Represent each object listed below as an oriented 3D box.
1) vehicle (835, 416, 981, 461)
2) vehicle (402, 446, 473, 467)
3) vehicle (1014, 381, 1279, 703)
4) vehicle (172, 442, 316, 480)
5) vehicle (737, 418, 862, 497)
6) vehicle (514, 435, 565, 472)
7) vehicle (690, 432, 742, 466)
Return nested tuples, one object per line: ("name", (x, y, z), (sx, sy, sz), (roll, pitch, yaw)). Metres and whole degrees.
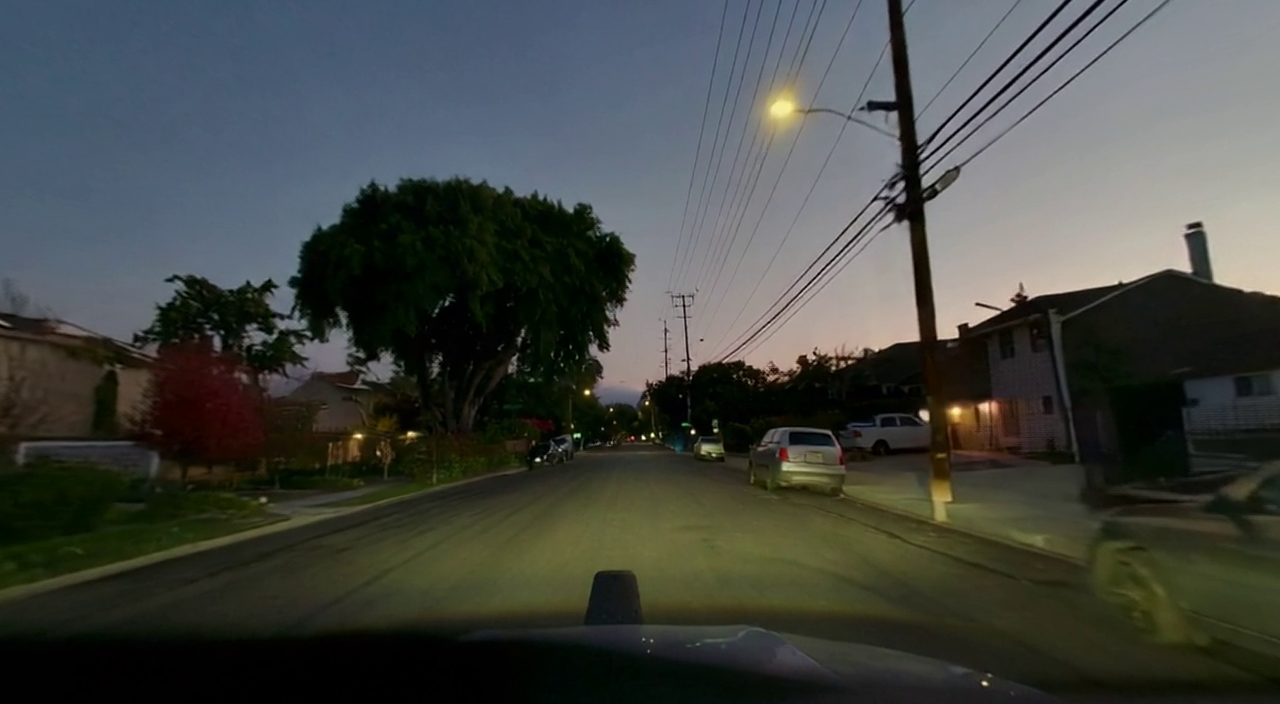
("vehicle", (11.798, 3.858, 28.166), (5.447, 1.895, 2.202), (0, -8, 2))
("vehicle", (-15.097, 7.787, 47.191), (4.615, 1.489, 1.971), (0, -8, 2))
("vehicle", (4.006, 0.868, 2.613), (2.016, 1.544, 4.645), (0, -8, -1))
("vehicle", (-19.771, 5.458, 31.762), (5.746, 1.830, 2.162), (0, -8, -2))
("vehicle", (3.965, 2.729, 16.673), (2.105, 1.755, 4.749), (0, -8, 1))
("vehicle", (-5.824, 5.924, 37.319), (2.213, 1.786, 4.674), (-6, -7, -2))
("vehicle", (3.967, 5.163, 33.715), (2.040, 1.640, 4.153), (1, -8, -3))
